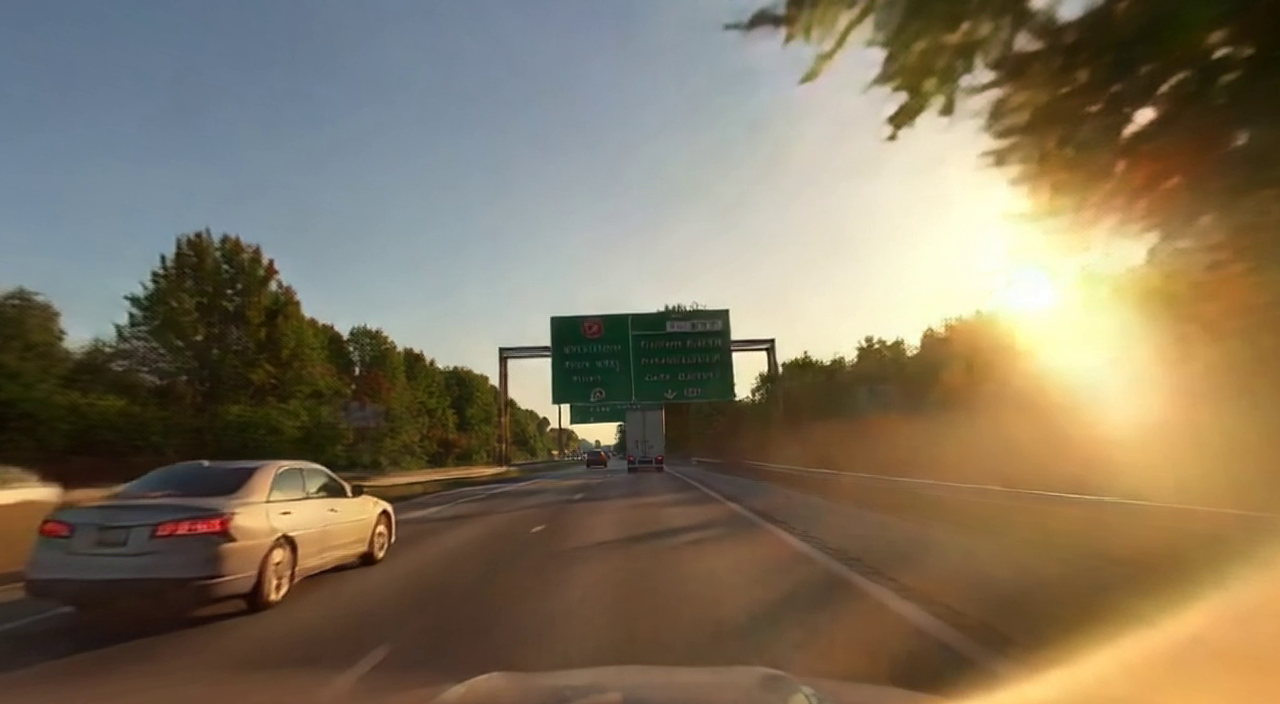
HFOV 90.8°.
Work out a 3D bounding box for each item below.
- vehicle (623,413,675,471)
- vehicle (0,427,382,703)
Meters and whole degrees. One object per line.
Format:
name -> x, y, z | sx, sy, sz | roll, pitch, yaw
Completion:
vehicle -> 0.416, 7.267, 49.813 | 3.341, 3.725, 18.015 | 0, -9, -1
vehicle -> -4.070, 1.455, 5.338 | 1.968, 1.460, 4.227 | 0, -9, 0
